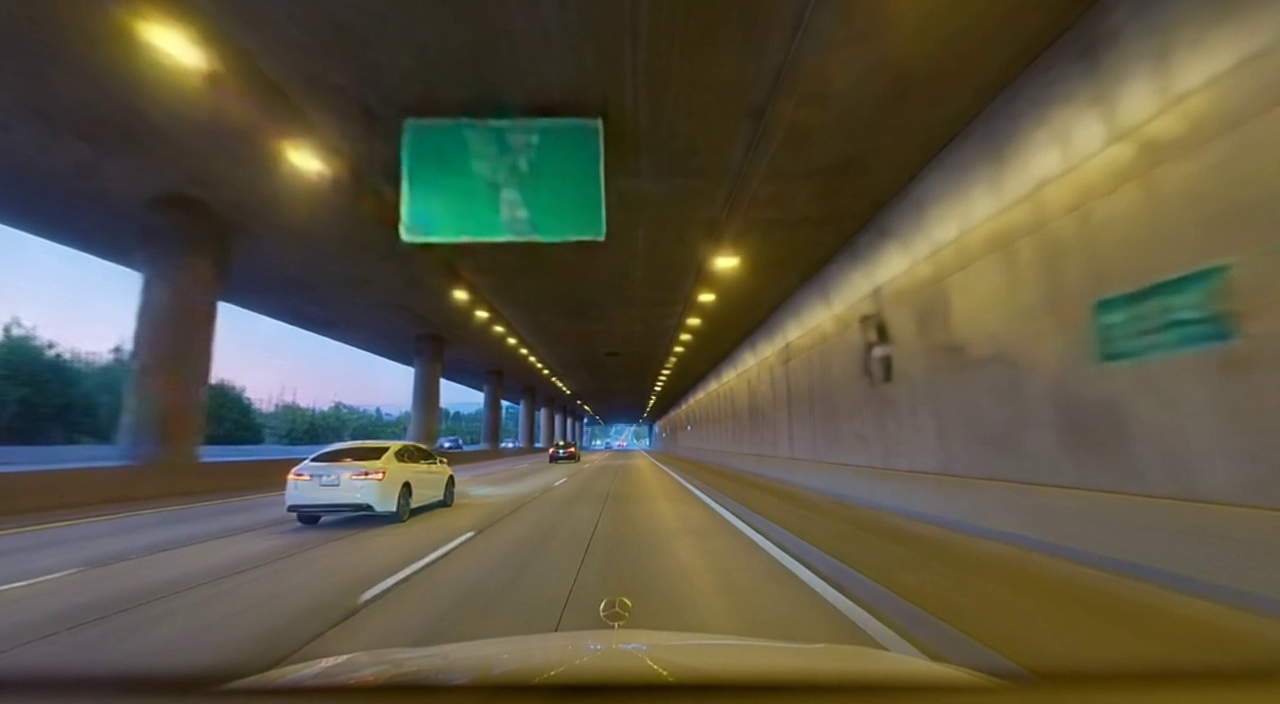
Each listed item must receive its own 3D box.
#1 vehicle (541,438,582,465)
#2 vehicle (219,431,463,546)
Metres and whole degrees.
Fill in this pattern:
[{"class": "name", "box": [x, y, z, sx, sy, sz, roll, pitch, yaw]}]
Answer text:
[{"class": "vehicle", "box": [-4.613, 5.926, 37.531, 1.973, 1.474, 4.199, 0, -8, -1]}, {"class": "vehicle", "box": [-4.398, 2.039, 10.149, 1.885, 1.424, 4.230, 0, -8, 0]}]
